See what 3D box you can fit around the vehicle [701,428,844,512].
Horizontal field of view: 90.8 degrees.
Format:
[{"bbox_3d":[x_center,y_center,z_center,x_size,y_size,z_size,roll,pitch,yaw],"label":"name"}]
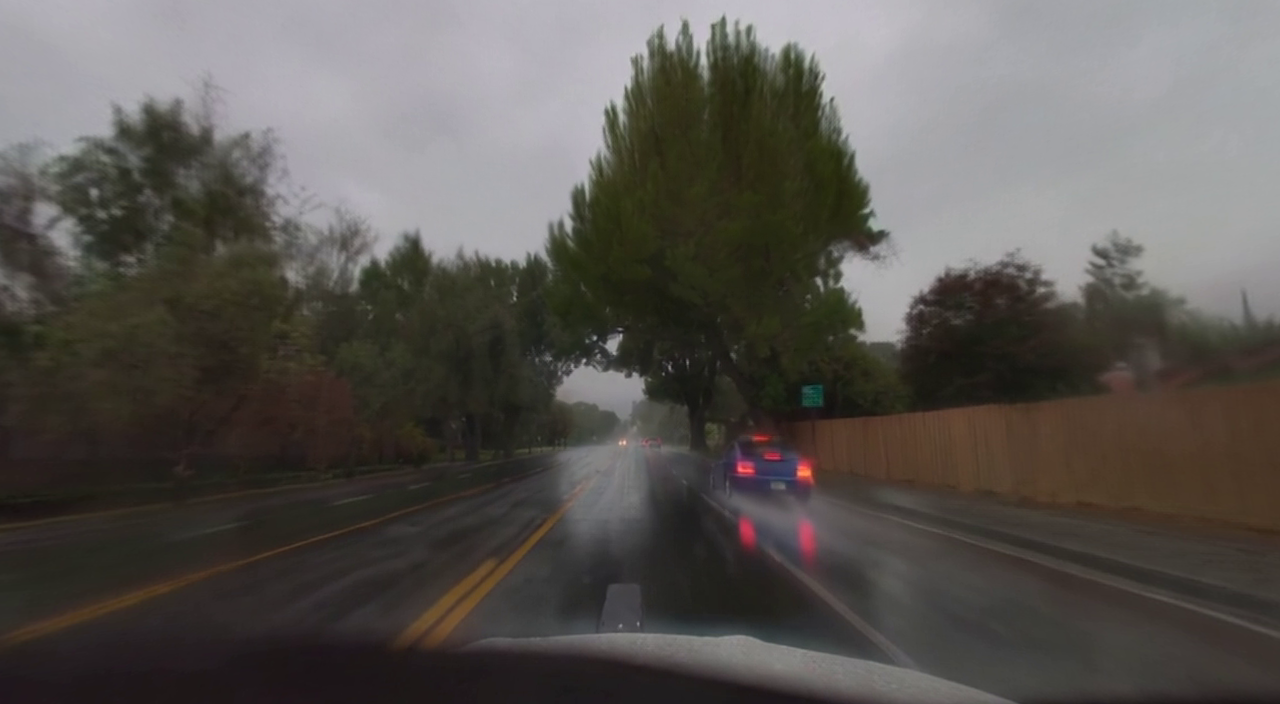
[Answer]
[{"bbox_3d":[2.560,2.385,13.315,1.991,1.476,4.153,0,-8,-2],"label":"vehicle"}]
